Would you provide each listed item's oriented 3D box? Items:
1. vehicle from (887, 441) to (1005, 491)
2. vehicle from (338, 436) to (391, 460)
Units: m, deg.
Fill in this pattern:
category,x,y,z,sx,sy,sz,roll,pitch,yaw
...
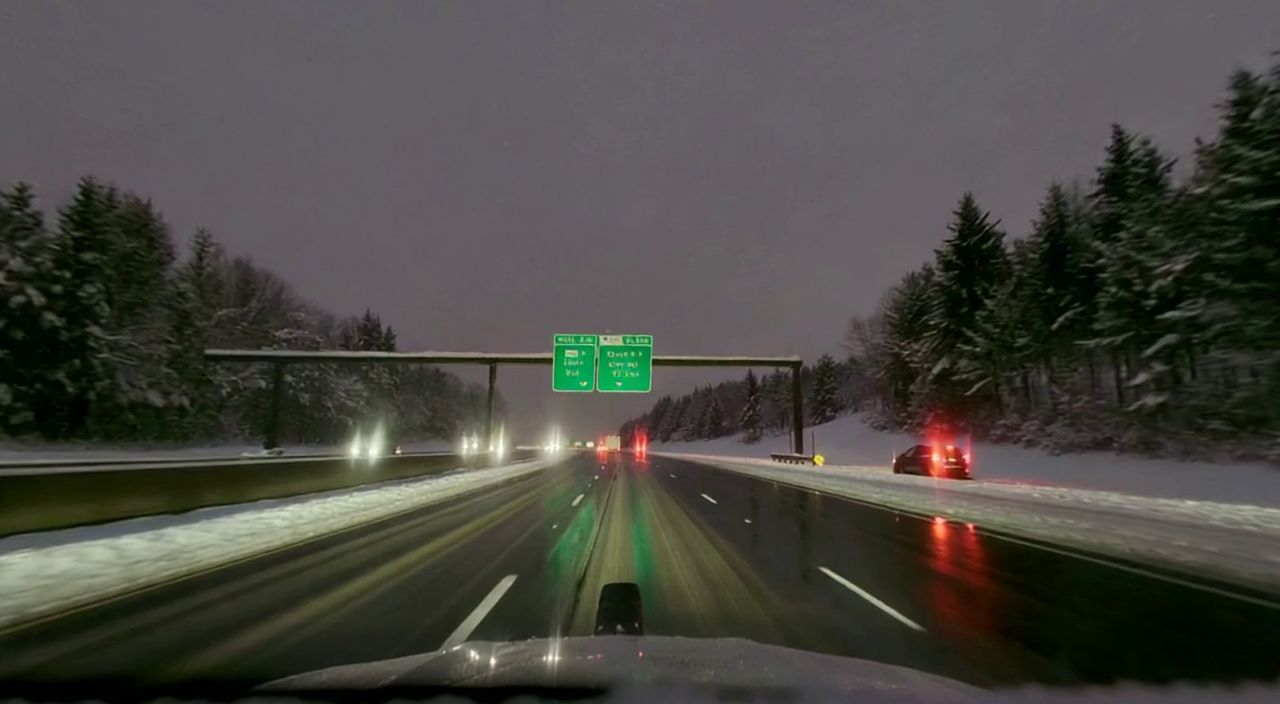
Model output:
category,x,y,z,sx,sy,sz,roll,pitch,yaw
vehicle,9.914,3.698,20.645,1.853,1.463,3.780,0,-9,-2
vehicle,-17.883,6.262,40.830,1.750,1.484,3.830,0,-9,-1
